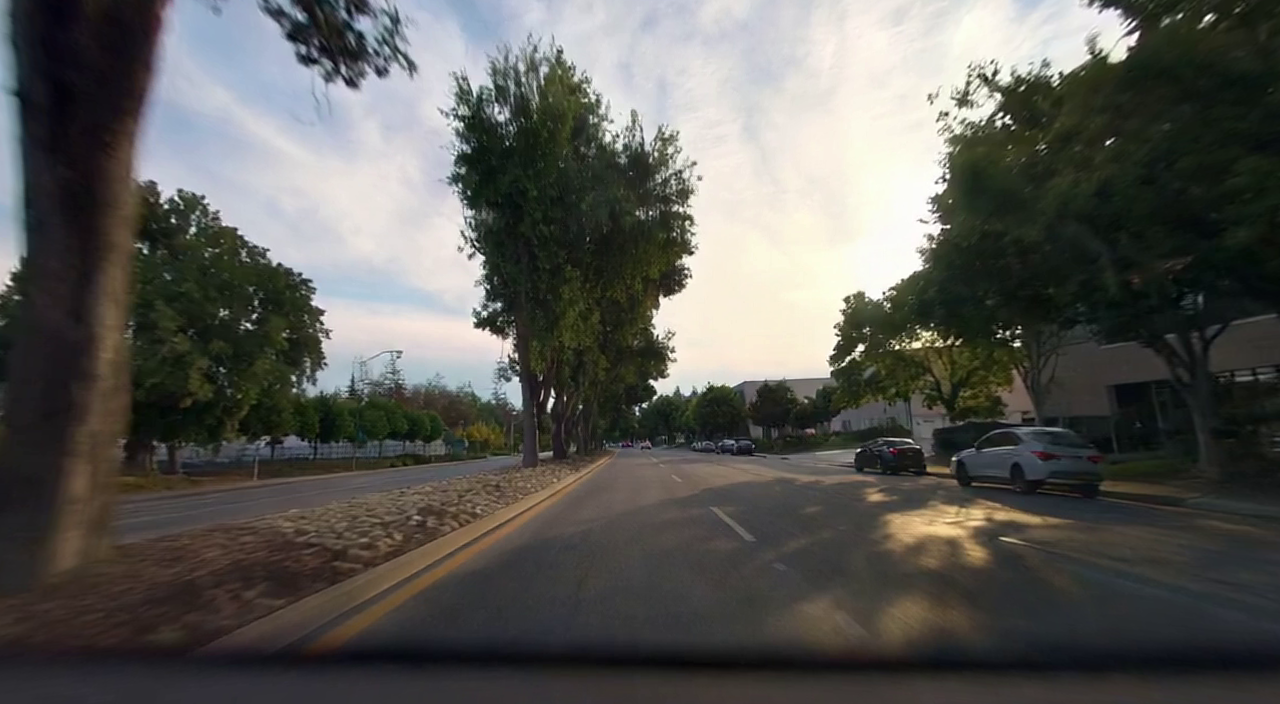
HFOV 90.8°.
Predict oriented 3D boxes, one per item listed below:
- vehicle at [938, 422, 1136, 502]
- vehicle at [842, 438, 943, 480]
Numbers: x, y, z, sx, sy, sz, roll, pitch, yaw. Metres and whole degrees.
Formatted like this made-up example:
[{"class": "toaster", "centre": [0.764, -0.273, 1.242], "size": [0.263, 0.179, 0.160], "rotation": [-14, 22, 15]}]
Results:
[{"class": "vehicle", "centre": [9.846, 2.755, 16.246], "size": [2.018, 1.742, 4.547], "rotation": [0, -8, -1]}, {"class": "vehicle", "centre": [9.894, 4.239, 25.244], "size": [1.996, 1.488, 4.810], "rotation": [0, -8, 0]}]
